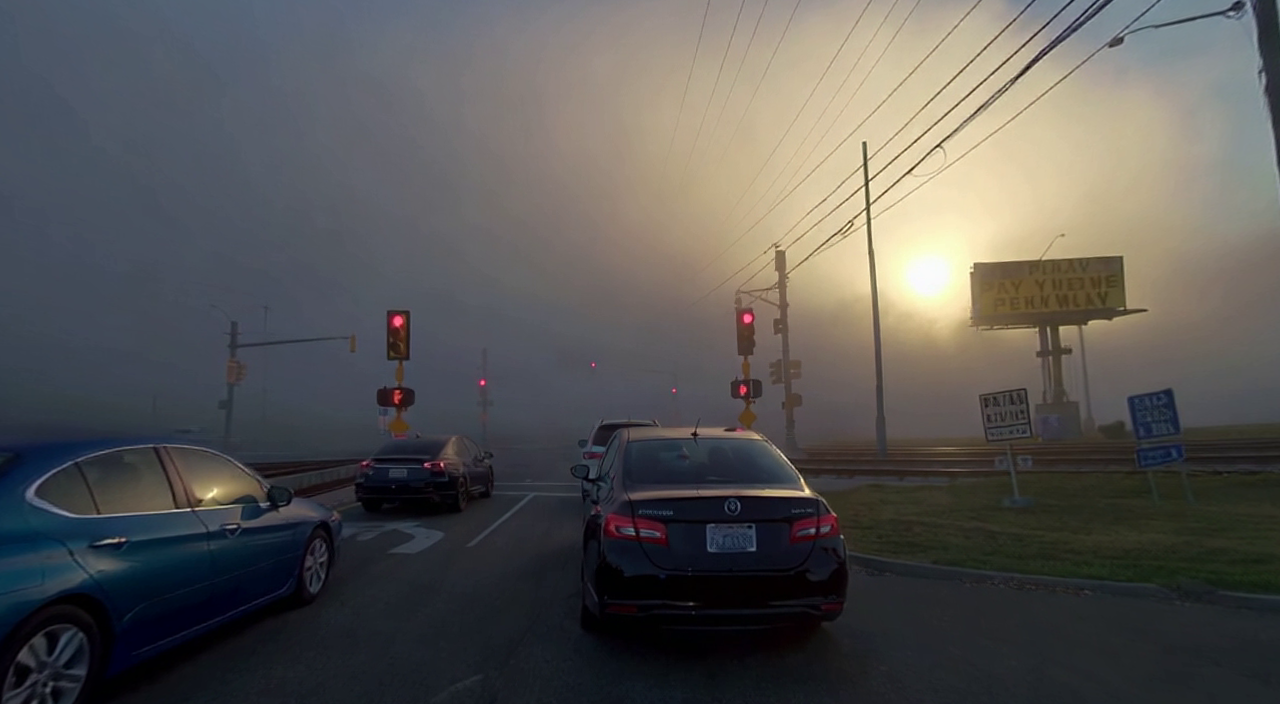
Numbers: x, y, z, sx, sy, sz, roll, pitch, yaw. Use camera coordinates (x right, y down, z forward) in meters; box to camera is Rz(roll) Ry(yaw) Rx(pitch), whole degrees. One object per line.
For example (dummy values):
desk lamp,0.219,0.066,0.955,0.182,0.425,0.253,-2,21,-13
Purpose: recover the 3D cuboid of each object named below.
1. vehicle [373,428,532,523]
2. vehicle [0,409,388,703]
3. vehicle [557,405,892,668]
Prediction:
vehicle,-3.355,2.280,12.191,1.984,1.505,3.982,0,-9,-2
vehicle,-3.707,1.250,4.465,1.956,1.468,4.585,0,-9,0
vehicle,0.395,1.383,5.796,1.998,1.529,3.960,1,-9,-3
